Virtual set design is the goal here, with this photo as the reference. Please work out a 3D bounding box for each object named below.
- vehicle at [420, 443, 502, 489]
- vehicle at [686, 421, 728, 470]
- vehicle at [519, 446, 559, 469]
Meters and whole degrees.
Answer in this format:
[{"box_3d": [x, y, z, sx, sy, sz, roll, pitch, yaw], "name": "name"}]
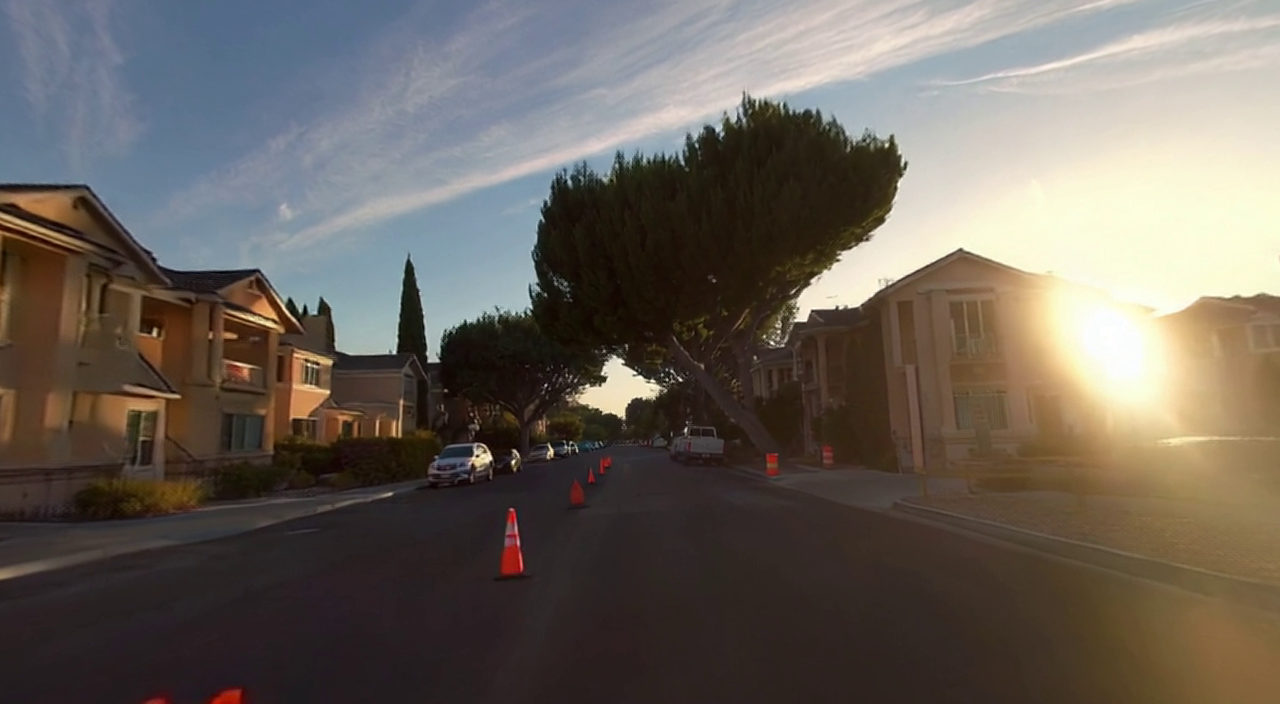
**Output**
[{"box_3d": [-6.855, 4.395, 24.644, 1.957, 1.608, 4.476, 0, -8, -1], "name": "vehicle"}, {"box_3d": [3.696, 5.230, 35.384, 2.082, 2.534, 3.248, -2, -8, 3], "name": "vehicle"}, {"box_3d": [-6.977, 7.300, 43.971, 1.974, 1.479, 4.607, 0, -8, 0], "name": "vehicle"}]
